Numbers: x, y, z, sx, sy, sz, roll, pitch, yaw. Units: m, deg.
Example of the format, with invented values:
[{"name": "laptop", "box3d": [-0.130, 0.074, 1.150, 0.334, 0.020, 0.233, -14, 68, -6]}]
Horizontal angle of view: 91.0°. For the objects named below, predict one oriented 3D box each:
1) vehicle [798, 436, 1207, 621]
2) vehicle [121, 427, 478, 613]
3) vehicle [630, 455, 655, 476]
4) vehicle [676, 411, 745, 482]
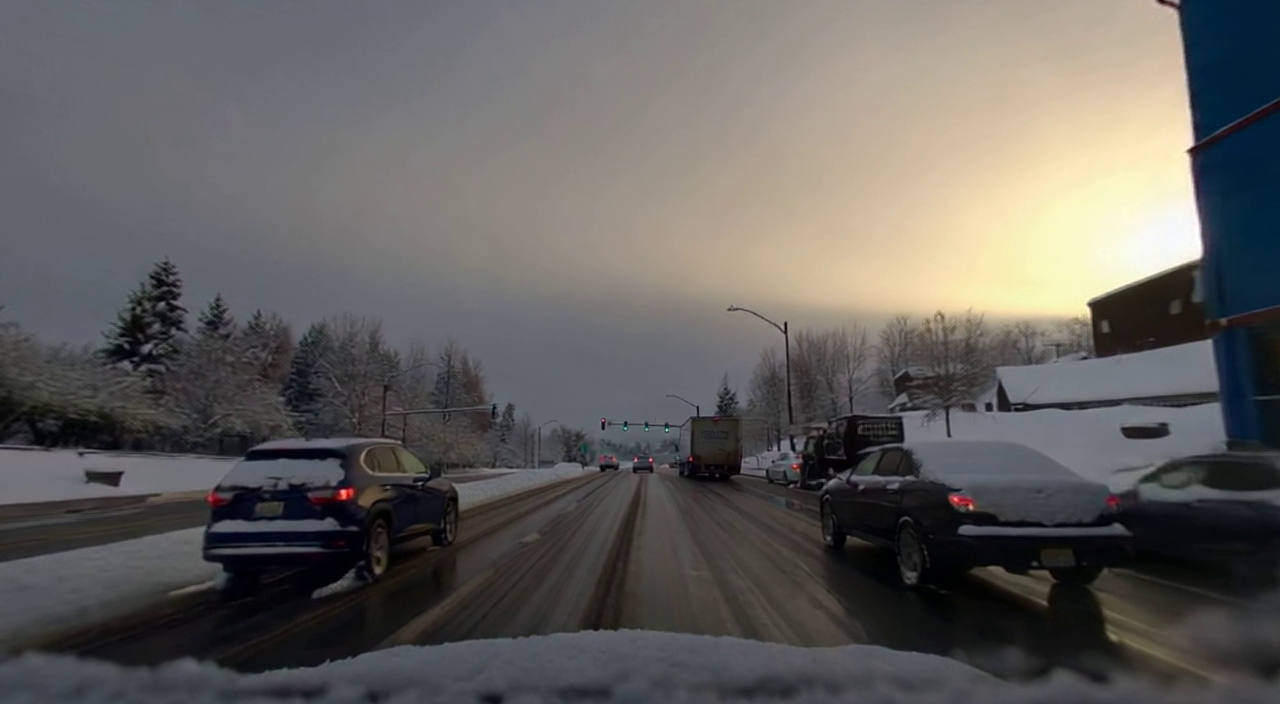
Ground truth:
[{"name": "vehicle", "box3d": [3.538, 1.800, 7.589, 1.915, 1.449, 4.970, 0, -9, -1]}, {"name": "vehicle", "box3d": [-3.458, 1.764, 7.607, 1.751, 1.540, 4.481, 0, -9, 1]}, {"name": "vehicle", "box3d": [0.184, 8.975, 49.938, 1.846, 1.528, 4.348, 0, -9, 0]}, {"name": "vehicle", "box3d": [4.031, 5.819, 38.681, 3.003, 3.680, 10.684, 0, -9, 0]}]
